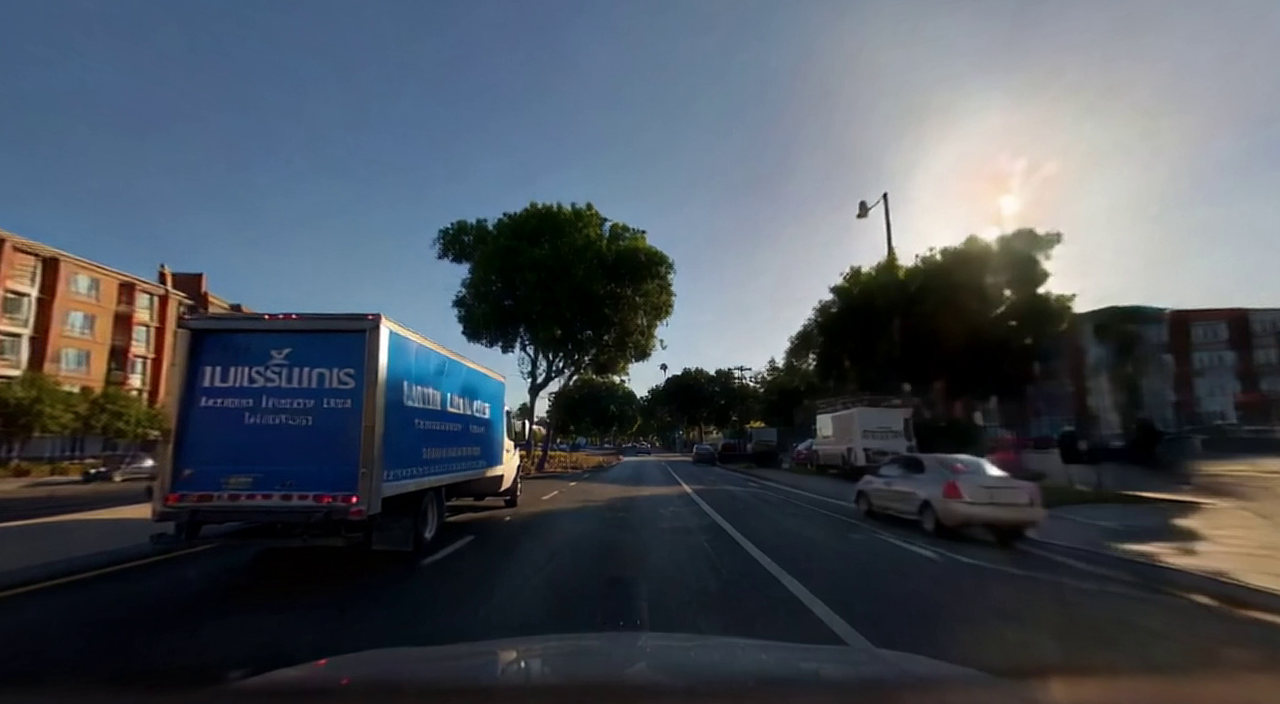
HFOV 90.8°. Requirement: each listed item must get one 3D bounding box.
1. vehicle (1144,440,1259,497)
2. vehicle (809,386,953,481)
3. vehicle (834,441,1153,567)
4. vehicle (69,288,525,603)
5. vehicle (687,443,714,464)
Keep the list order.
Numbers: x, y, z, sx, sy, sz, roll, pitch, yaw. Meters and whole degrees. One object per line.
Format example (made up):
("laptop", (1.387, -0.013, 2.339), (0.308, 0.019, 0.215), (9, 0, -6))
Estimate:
("vehicle", (16.380, 3.321, 18.369), (4.307, 1.438, 1.923), (8, -12, -42))
("vehicle", (9.179, 3.306, 25.272), (2.882, 3.208, 7.609), (0, -8, 1))
("vehicle", (4.888, 2.141, 9.901), (2.127, 1.439, 5.034), (0, -8, 0))
("vehicle", (-3.884, 1.386, 9.789), (2.763, 2.974, 7.562), (0, -8, 0))
("vehicle", (4.617, 7.769, 48.468), (1.878, 1.534, 4.120), (-1, -8, 3))
